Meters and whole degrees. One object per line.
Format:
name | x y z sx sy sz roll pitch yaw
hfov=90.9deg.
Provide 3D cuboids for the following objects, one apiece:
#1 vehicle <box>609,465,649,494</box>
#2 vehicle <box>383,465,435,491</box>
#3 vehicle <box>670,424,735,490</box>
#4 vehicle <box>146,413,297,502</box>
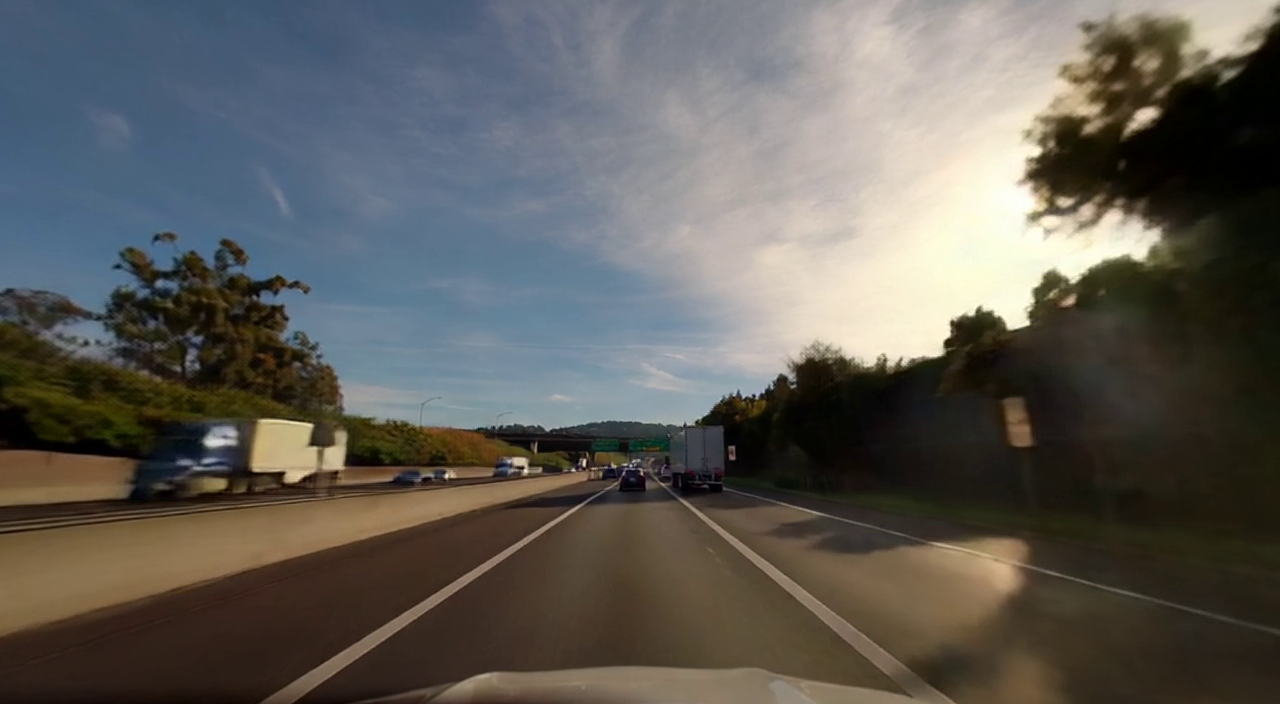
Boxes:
vehicle | -0.605 6.902 34.314 2.010 1.436 3.973 1 -10 -1
vehicle | -15.845 8.697 43.512 1.954 1.660 4.158 1 -10 0
vehicle | 4.239 7.870 46.651 3.218 4.001 14.492 1 -10 0
vehicle | -20.129 5.197 30.877 2.995 3.894 5.957 1 -10 0
